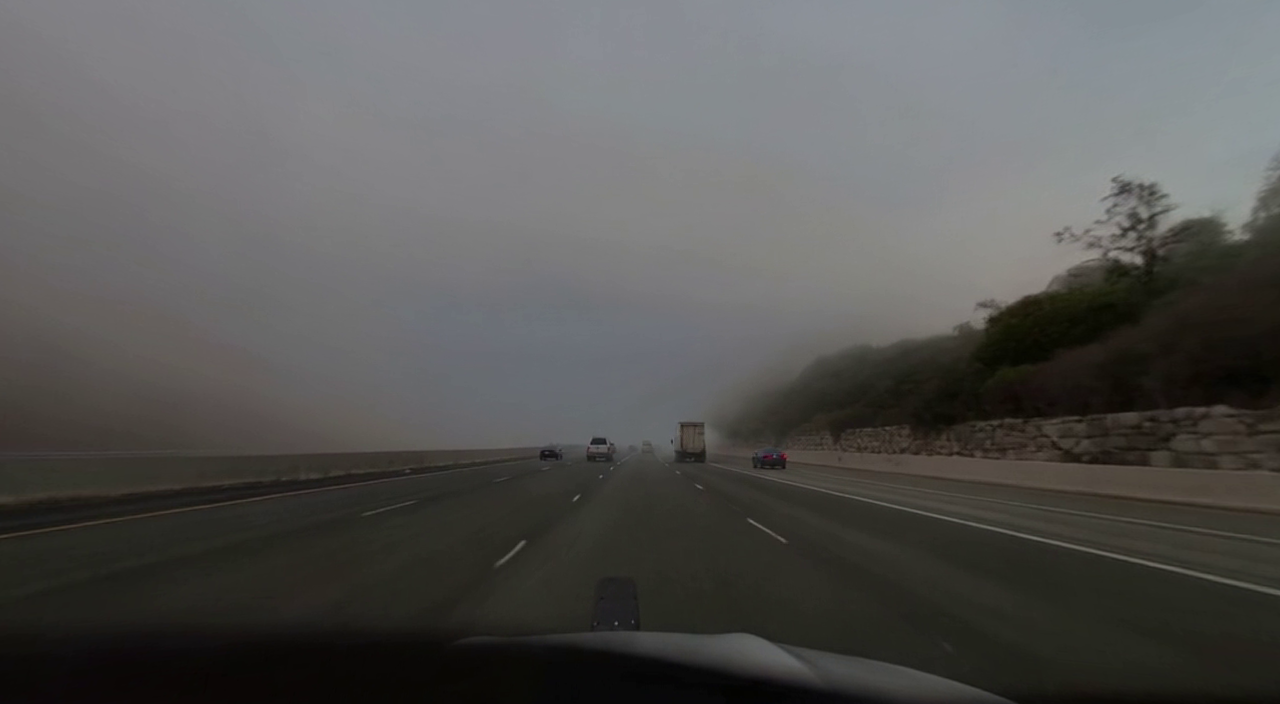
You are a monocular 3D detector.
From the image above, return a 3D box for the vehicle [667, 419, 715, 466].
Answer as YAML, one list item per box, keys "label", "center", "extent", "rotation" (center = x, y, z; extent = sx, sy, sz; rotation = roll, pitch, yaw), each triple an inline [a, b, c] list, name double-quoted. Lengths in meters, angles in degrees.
- label: "vehicle"
  center: [3.621, 6.729, 46.807]
  extent: [2.795, 3.187, 7.205]
  rotation: [0, -8, -1]
